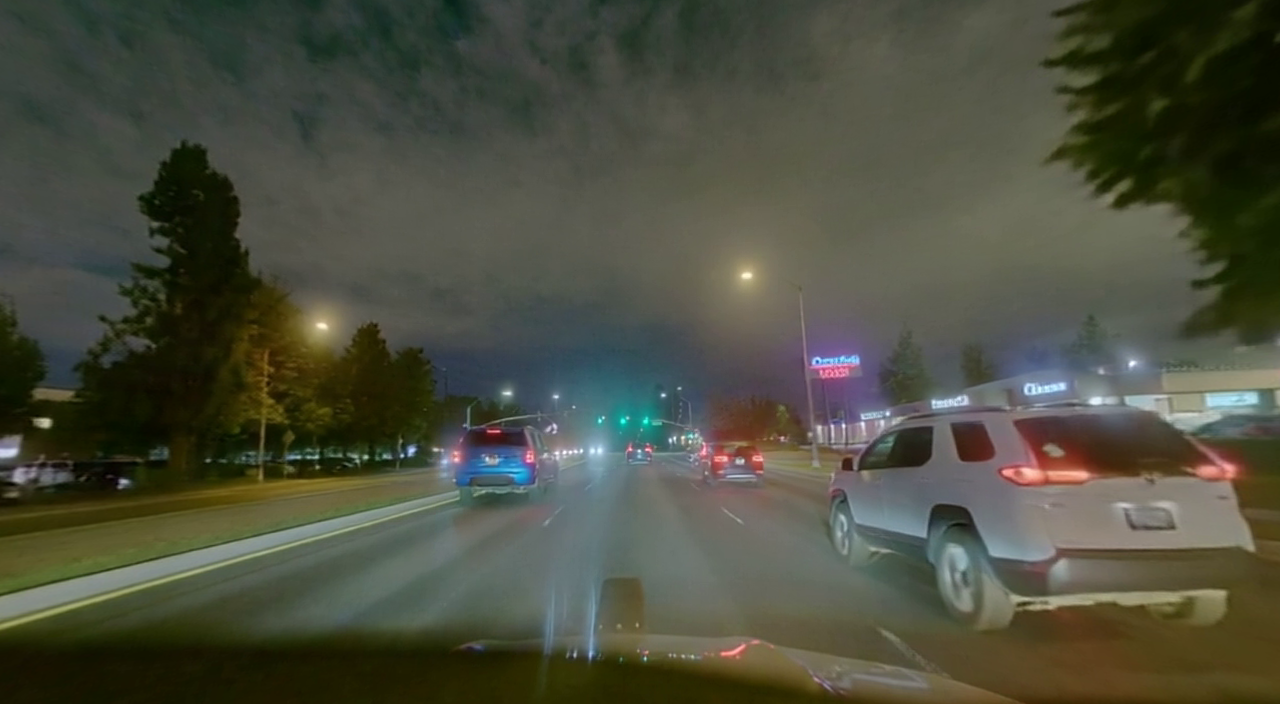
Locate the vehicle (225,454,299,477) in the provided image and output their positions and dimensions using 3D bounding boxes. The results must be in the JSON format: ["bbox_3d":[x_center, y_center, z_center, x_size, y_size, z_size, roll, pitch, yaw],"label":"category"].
[{"bbox_3d":[-28.735,8.639,48.094,4.441,1.625,1.916,-1,-9,3],"label":"vehicle"}]

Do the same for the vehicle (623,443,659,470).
[{"bbox_3d":[0.043,6.152,37.375,2.008,1.464,4.052,0,-9,-1],"label":"vehicle"}]

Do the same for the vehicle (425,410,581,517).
[{"bbox_3d":[-2.890,2.547,14.897,2.368,2.037,5.319,0,-9,1],"label":"vehicle"}]

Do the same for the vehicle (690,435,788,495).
[{"bbox_3d":[2.845,3.406,19.407,2.174,1.596,4.779,0,-9,-1],"label":"vehicle"}]

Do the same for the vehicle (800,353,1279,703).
[{"bbox_3d":[2.856,1.182,4.873,2.018,1.719,4.369,0,-9,-1],"label":"vehicle"}]
